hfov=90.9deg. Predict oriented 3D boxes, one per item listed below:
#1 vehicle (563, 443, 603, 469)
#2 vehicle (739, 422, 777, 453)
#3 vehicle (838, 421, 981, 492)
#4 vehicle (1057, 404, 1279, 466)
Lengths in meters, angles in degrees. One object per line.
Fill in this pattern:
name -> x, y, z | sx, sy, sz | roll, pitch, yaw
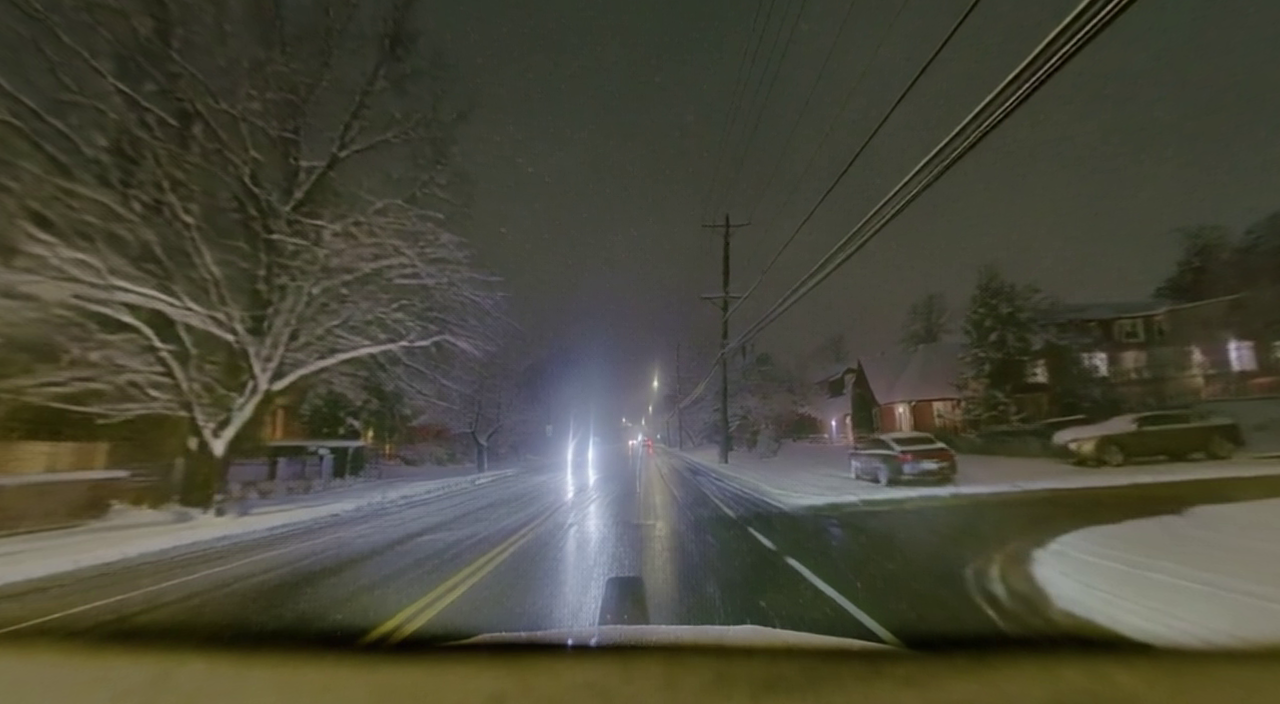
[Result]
vehicle -> -3.534, 6.558, 39.979 | 2.028, 1.488, 4.392 | 0, -8, 2
vehicle -> 7.905, 5.804, 42.561 | 1.878, 1.743, 4.556 | -7, -9, 4
vehicle -> 7.124, 2.825, 17.278 | 2.071, 1.510, 4.418 | -6, -9, 3
vehicle -> 14.332, 2.231, 16.811 | 4.848, 1.509, 1.976 | -1, -8, 9
